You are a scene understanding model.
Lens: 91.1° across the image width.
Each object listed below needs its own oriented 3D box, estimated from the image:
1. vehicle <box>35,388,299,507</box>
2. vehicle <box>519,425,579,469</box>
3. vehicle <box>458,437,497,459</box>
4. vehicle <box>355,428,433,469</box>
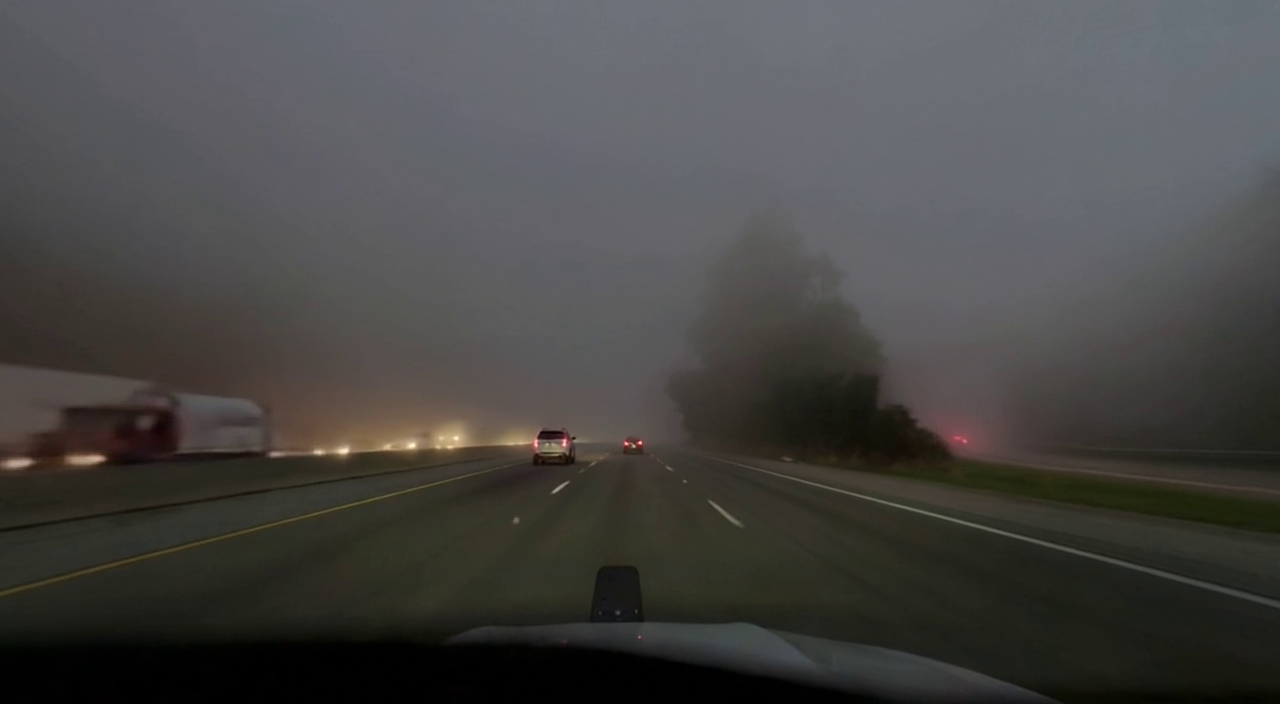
[{"bbox_3d":[-11.647,2.427,16.310,2.420,2.524,5.654,0,-8,0],"label":"vehicle"},{"bbox_3d":[-4.144,4.396,29.430,2.115,1.887,4.721,0,-8,0],"label":"vehicle"},{"bbox_3d":[-12.185,7.223,47.478,1.938,1.567,4.376,0,-8,-2],"label":"vehicle"},{"bbox_3d":[-12.558,4.952,32.516,2.176,1.901,4.882,0,-8,-2],"label":"vehicle"}]
